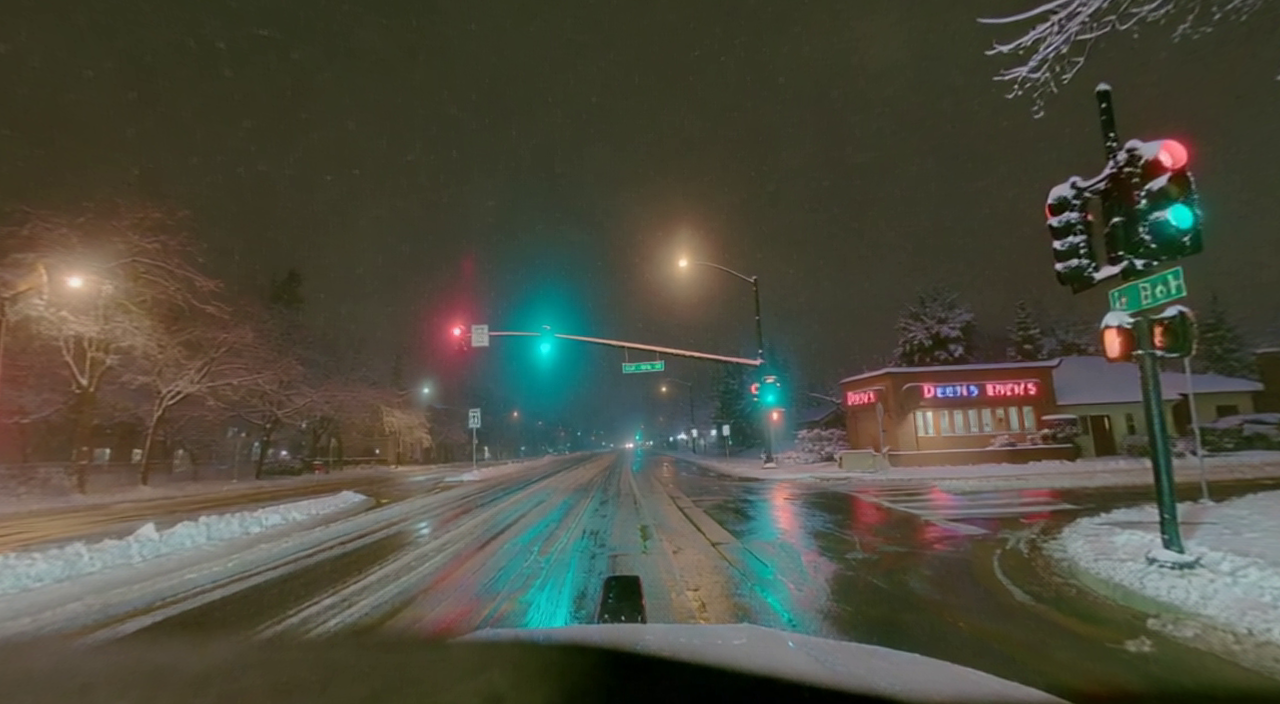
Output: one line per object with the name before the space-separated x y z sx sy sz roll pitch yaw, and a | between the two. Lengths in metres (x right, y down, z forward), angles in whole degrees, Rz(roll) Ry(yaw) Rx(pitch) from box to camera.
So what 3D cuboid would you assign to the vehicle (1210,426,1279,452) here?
vehicle | 35.295 4.893 35.279 4.493 1.453 1.849 0 -9 3
